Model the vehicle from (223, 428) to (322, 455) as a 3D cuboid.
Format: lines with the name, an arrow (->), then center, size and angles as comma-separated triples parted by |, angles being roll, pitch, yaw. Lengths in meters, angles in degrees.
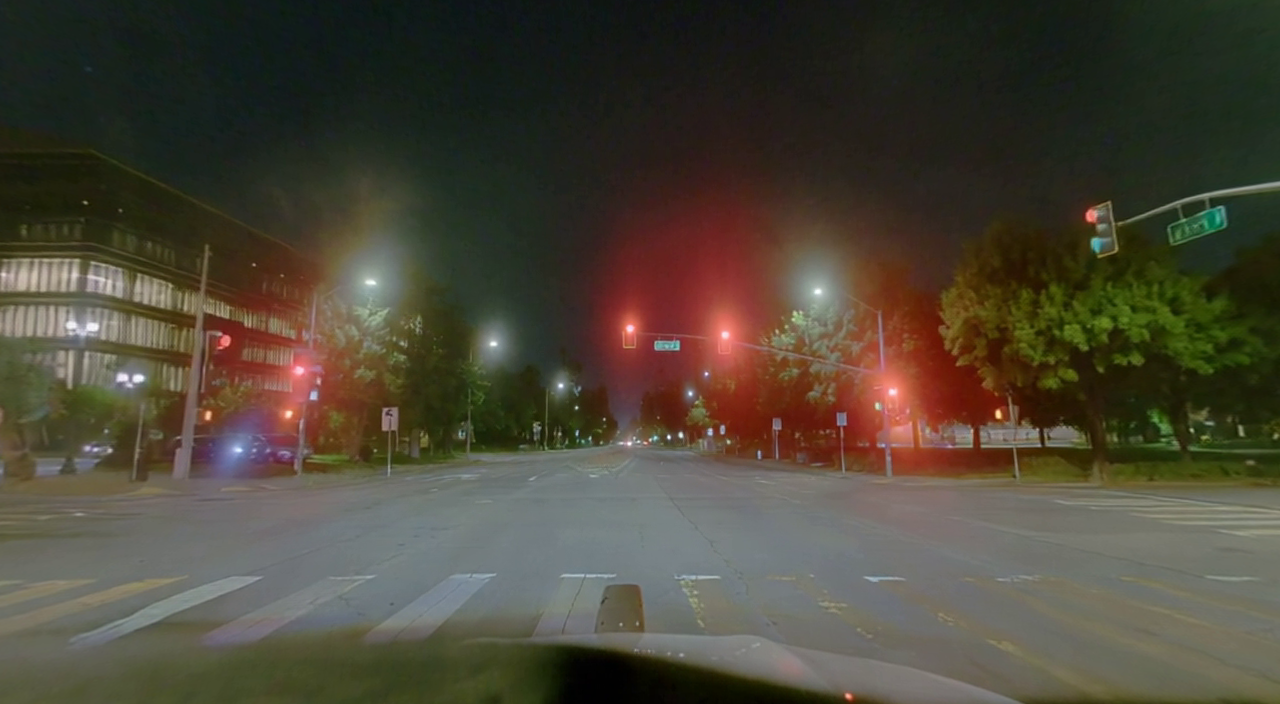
vehicle -> -22.407, 5.510, 38.709 | 4.765, 1.593, 1.891 | 1, -9, -8
